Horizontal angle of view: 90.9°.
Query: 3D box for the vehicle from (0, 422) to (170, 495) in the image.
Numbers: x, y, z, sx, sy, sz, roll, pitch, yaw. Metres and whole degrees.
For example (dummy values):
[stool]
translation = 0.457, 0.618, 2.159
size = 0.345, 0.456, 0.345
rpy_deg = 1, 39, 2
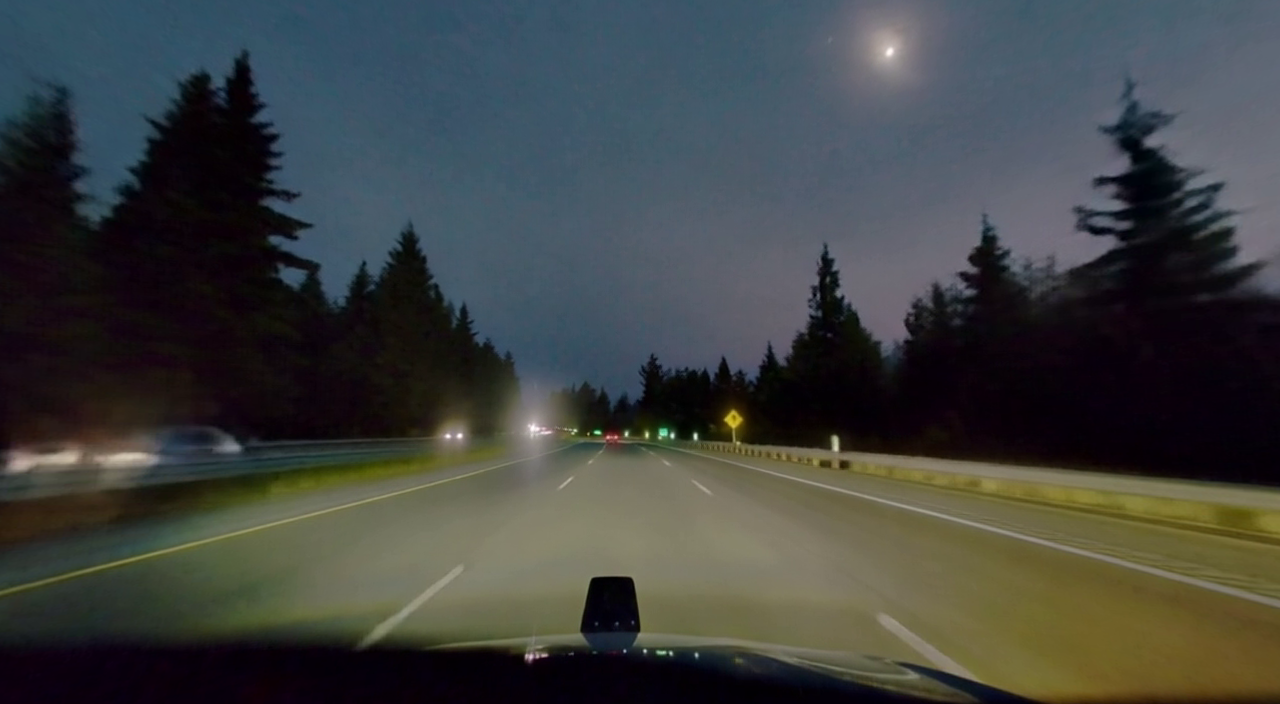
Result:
[vehicle]
translation = -13.656, 2.413, 14.699
size = 2.018, 1.442, 4.422
rpy_deg = 0, -8, -1
